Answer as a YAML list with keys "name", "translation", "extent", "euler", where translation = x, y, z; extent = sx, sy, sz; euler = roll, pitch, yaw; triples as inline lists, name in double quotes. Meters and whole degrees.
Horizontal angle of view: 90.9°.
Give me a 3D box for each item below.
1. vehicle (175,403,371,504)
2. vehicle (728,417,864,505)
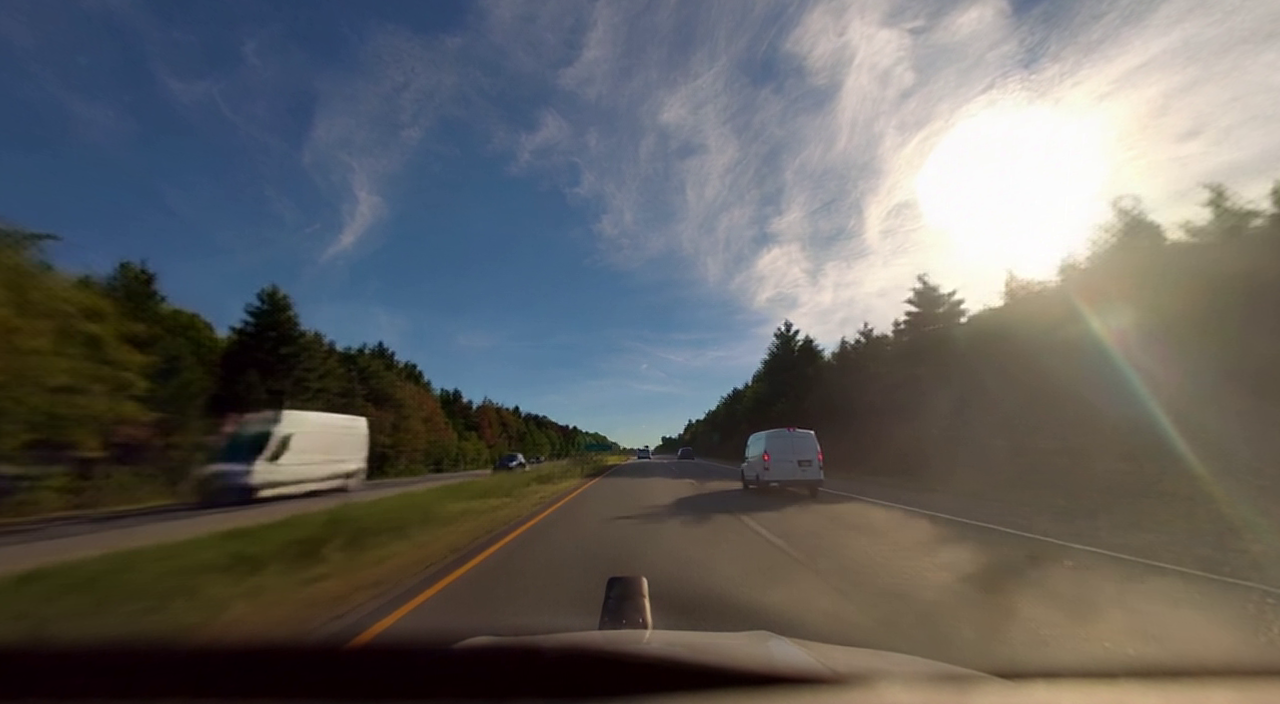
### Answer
- name: "vehicle"
  translation: [-13.334, 3.843, 23.955]
  extent: [2.734, 3.160, 7.643]
  euler: [-1, -9, 1]
- name: "vehicle"
  translation: [4.016, 2.945, 17.282]
  extent: [2.371, 2.045, 4.768]
  euler: [0, -9, -1]
